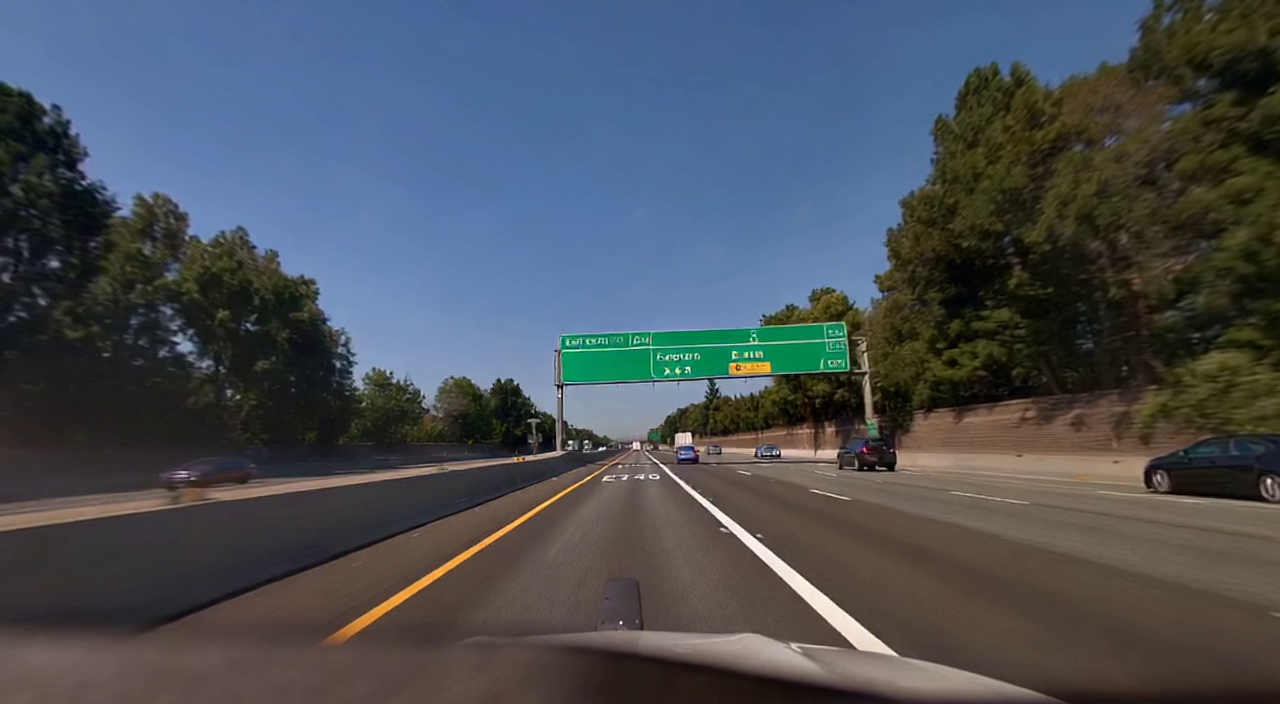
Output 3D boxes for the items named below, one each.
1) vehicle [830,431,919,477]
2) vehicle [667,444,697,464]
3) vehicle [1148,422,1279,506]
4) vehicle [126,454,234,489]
[{"bbox_3d":[10.129,4.458,27.703,2.098,1.820,4.505,0,-9,-1],"label":"vehicle"},{"bbox_3d":[3.211,7.937,49.274,1.956,1.462,4.397,0,-9,-1],"label":"vehicle"},{"bbox_3d":[14.167,2.467,14.083,1.957,1.709,4.387,0,-9,-1],"label":"vehicle"},{"bbox_3d":[-22.356,5.797,30.998,1.866,1.526,4.669,0,-9,-2],"label":"vehicle"}]
